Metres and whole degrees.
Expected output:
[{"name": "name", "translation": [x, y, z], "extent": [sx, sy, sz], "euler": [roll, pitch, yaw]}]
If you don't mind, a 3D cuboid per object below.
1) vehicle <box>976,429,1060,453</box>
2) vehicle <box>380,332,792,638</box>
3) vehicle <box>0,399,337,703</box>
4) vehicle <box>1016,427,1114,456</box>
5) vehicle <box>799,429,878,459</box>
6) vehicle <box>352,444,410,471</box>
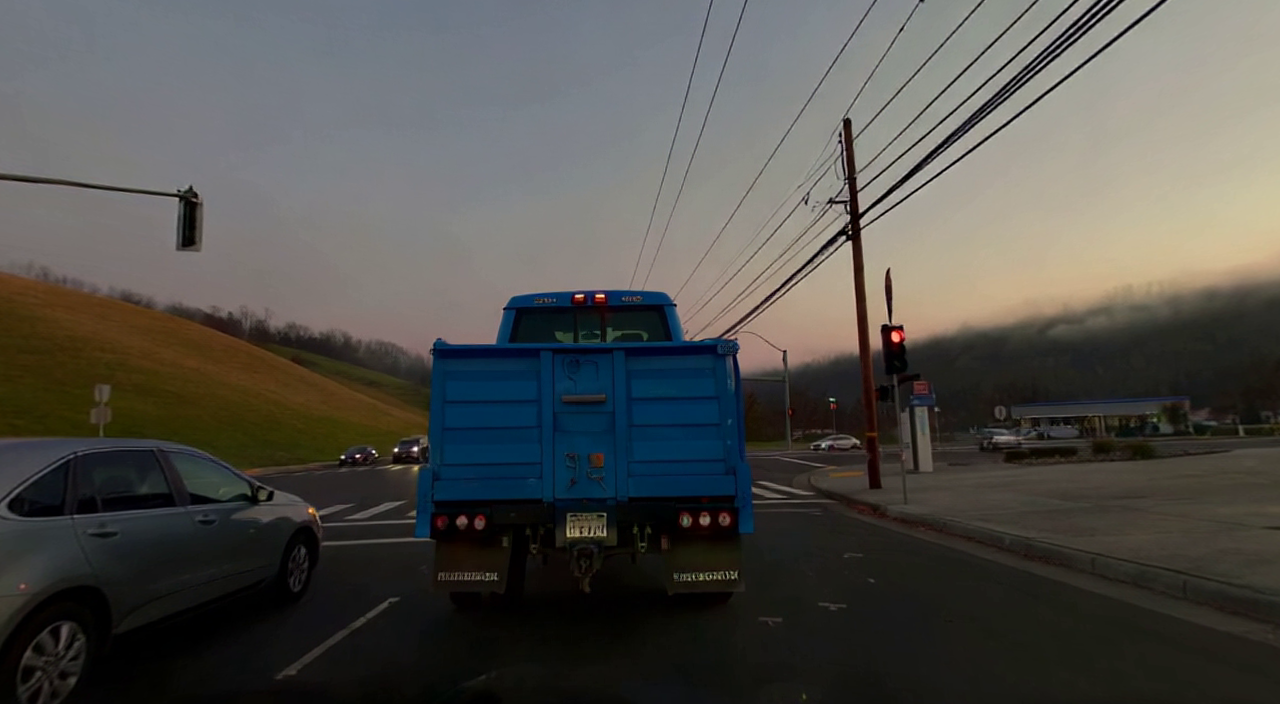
[{"name": "vehicle", "translation": [28.410, 6.730, 47.421], "extent": [5.021, 1.757, 2.012], "euler": [0, -8, 0]}, {"name": "vehicle", "translation": [-0.429, 1.322, 7.207], "extent": [2.859, 2.144, 5.406], "euler": [0, -9, -1]}, {"name": "vehicle", "translation": [-3.965, 1.188, 3.979], "extent": [2.017, 1.555, 4.150], "euler": [-1, -9, 0]}, {"name": "vehicle", "translation": [25.548, 5.394, 37.935], "extent": [4.419, 1.496, 1.854], "euler": [-2, -9, 1]}, {"name": "vehicle", "translation": [14.200, 6.555, 44.756], "extent": [6.346, 1.917, 2.360], "euler": [8, -11, -42]}, {"name": "vehicle", "translation": [-17.138, 7.009, 41.906], "extent": [2.133, 1.690, 4.331], "euler": [0, -9, -3]}]
